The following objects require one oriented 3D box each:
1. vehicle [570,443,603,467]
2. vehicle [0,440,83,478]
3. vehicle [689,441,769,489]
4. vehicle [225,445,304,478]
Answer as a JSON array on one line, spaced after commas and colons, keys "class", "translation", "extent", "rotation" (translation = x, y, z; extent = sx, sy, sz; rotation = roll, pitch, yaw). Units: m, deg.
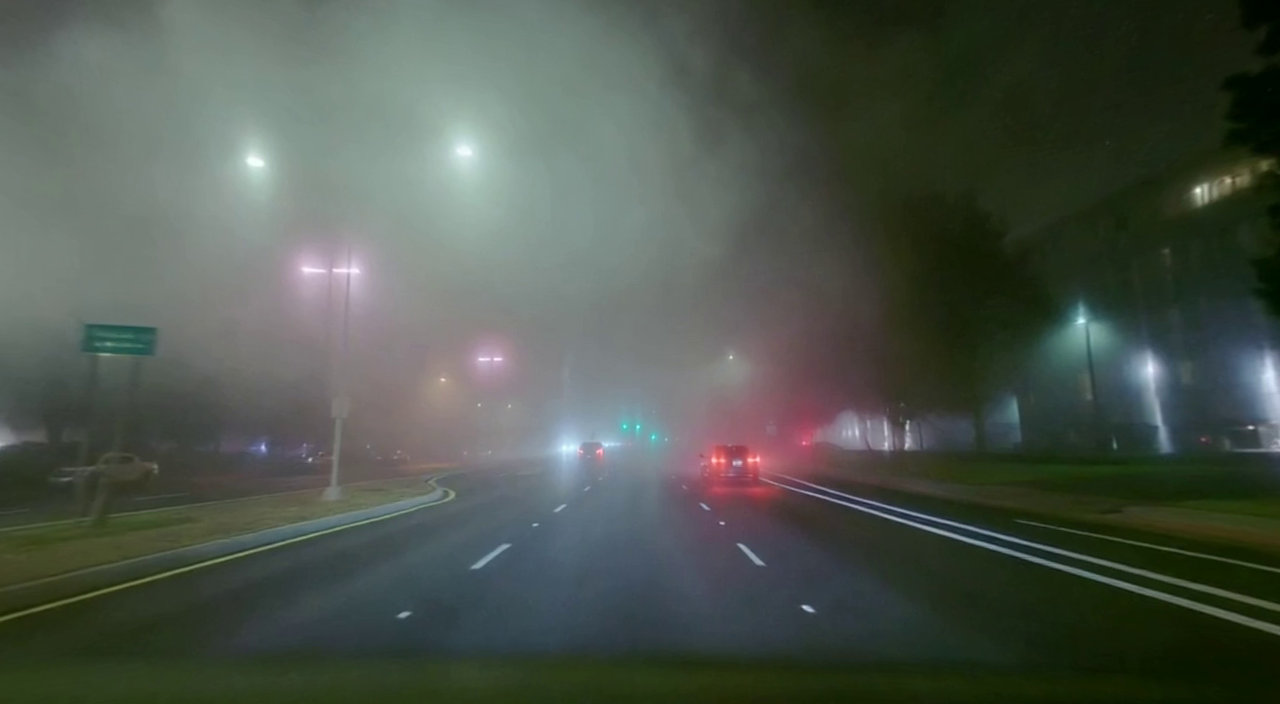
[{"class": "vehicle", "translation": [-3.656, 7.165, 44.082], "extent": [1.935, 1.617, 4.045], "rotation": [0, -9, 0]}, {"class": "vehicle", "translation": [-30.618, 5.262, 31.112], "extent": [4.321, 1.783, 2.075], "rotation": [0, -9, 1]}, {"class": "vehicle", "translation": [2.947, 3.852, 21.850], "extent": [1.966, 1.449, 4.290], "rotation": [0, -9, -2]}, {"class": "vehicle", "translation": [-22.439, 6.543, 38.003], "extent": [1.995, 1.801, 4.711], "rotation": [0, -9, -2]}]
